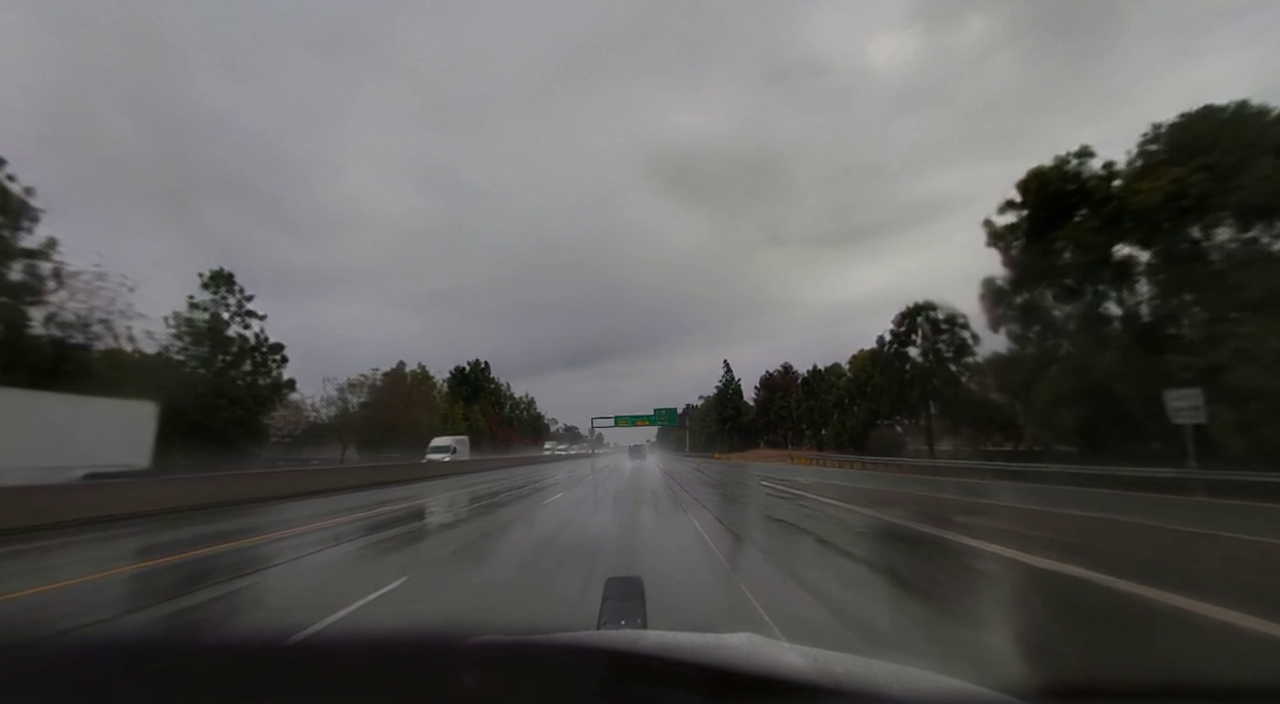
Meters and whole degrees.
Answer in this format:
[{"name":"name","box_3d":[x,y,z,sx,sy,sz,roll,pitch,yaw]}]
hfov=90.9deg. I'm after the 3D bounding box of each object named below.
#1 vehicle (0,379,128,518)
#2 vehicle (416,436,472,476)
[{"name":"vehicle","box_3d":[-18.101,2.410,15.731,2.824,3.571,9.191,0,-9,0]},{"name":"vehicle","box_3d":[-14.378,7.651,46.665,2.285,2.710,6.085,0,-9,-1]}]
